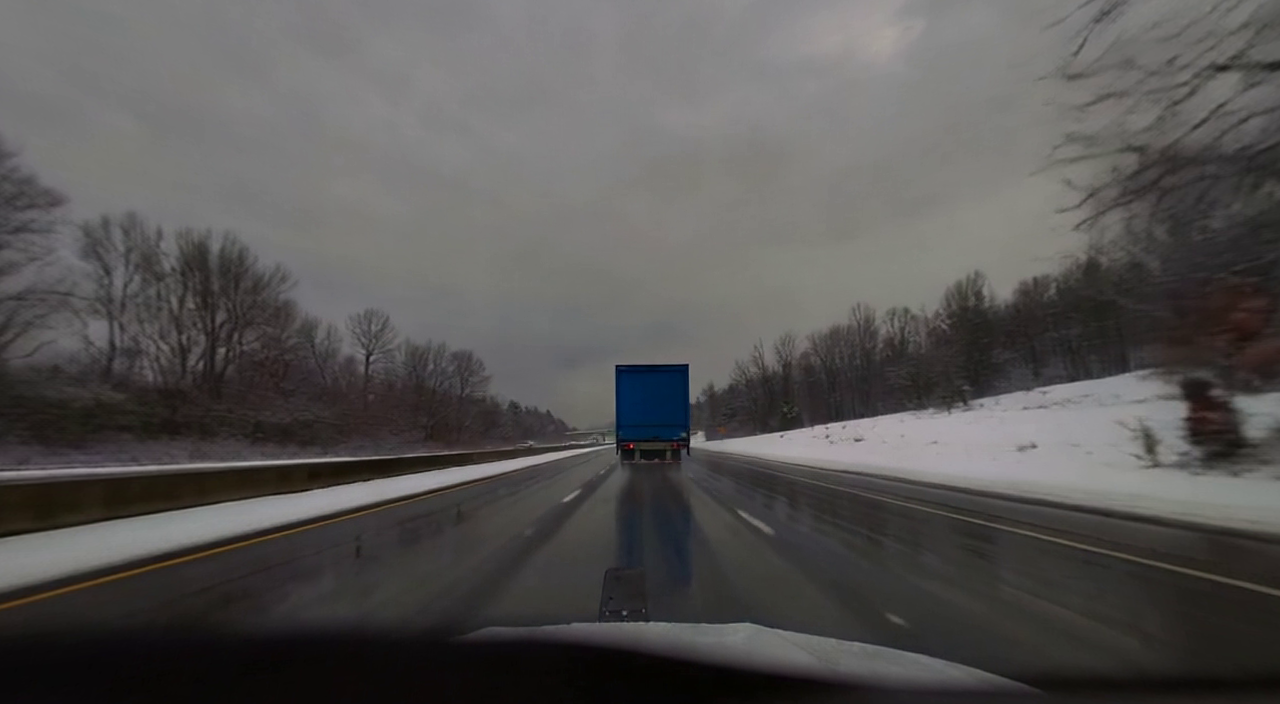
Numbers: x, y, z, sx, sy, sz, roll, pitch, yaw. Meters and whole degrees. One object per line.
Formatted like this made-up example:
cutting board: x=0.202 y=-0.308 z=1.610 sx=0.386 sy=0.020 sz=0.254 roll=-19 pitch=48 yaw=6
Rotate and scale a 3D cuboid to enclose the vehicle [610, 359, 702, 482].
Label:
vehicle: x=0.553 y=3.001 z=25.955 sx=3.010 sy=4.039 sz=10.481 roll=0 pitch=-8 yaw=0
